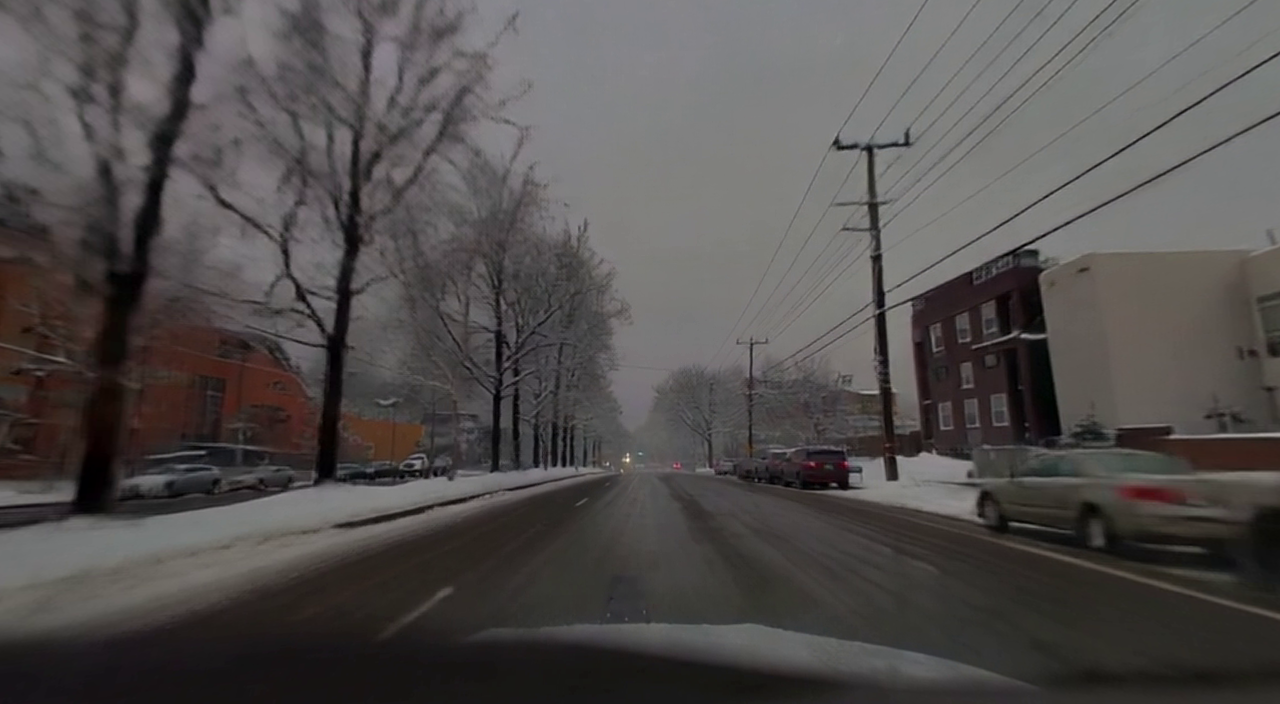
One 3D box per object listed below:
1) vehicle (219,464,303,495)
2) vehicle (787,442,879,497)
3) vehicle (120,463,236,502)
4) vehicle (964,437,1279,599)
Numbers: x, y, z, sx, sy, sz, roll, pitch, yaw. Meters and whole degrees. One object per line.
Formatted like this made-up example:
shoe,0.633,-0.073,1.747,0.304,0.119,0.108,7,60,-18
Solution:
vehicle,-22.081,7.436,36.989,1.921,1.508,4.738,-1,-8,1
vehicle,7.121,4.353,23.798,1.998,1.819,4.621,0,-8,0
vehicle,-22.286,6.283,30.697,1.966,1.595,4.719,-1,-8,1
vehicle,6.785,1.988,8.703,1.881,1.559,4.959,0,-8,-2
